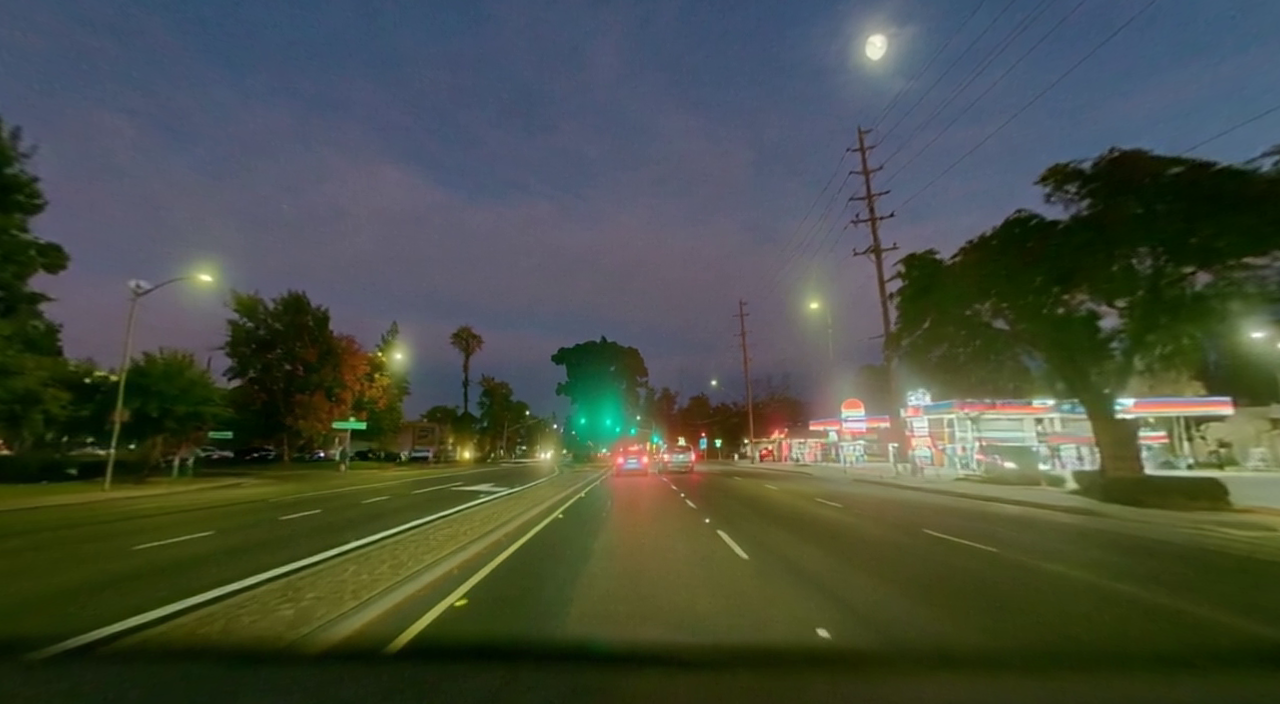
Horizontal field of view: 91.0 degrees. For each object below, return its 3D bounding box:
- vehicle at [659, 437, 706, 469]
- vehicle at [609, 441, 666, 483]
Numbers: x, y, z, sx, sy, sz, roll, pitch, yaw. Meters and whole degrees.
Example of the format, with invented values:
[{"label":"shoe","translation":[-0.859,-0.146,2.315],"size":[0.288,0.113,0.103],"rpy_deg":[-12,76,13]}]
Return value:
[{"label":"vehicle","translation":[2.887,7.084,44.280],"size":[2.731,2.101,6.047],"rpy_deg":[1,-9,-2]},{"label":"vehicle","translation":[-0.123,4.419,25.547],"size":[2.145,1.572,4.021],"rpy_deg":[0,-9,-1]}]
